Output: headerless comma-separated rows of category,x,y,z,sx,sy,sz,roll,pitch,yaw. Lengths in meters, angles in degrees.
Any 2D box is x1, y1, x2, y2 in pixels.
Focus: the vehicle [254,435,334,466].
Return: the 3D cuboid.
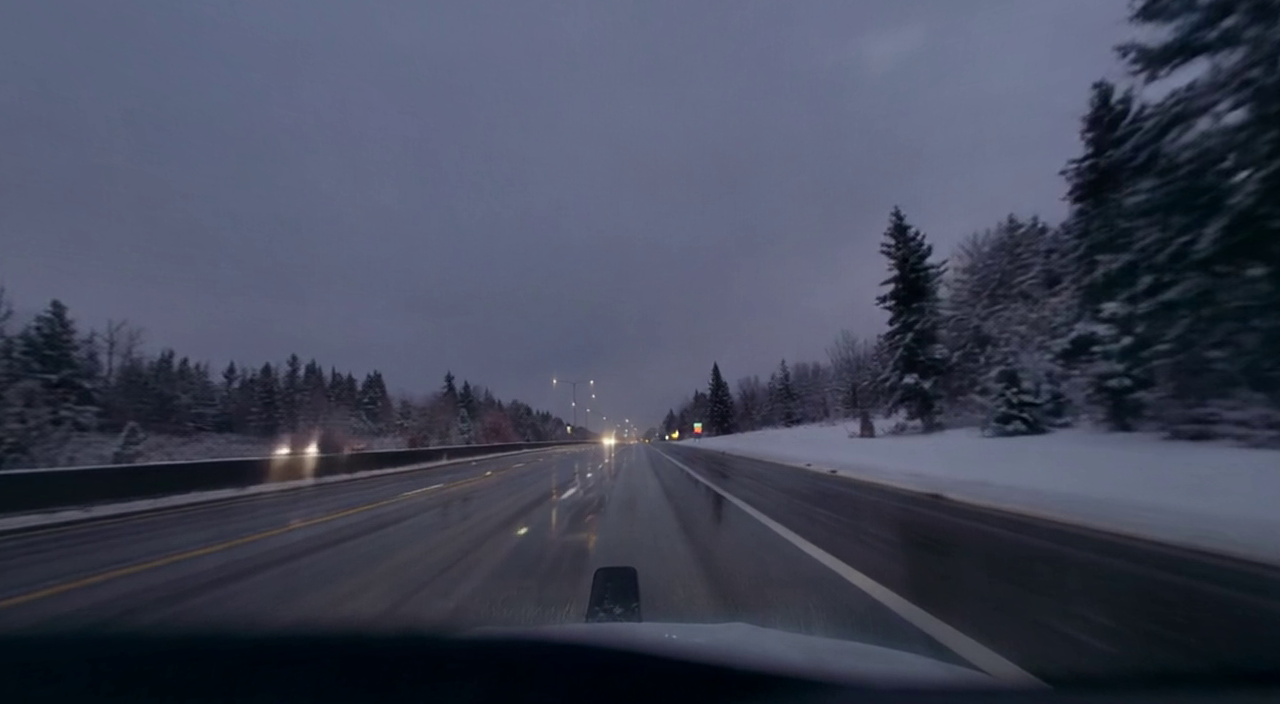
vehicle,-18.957,5.385,34.702,1.879,1.544,4.542,0,-8,-1
